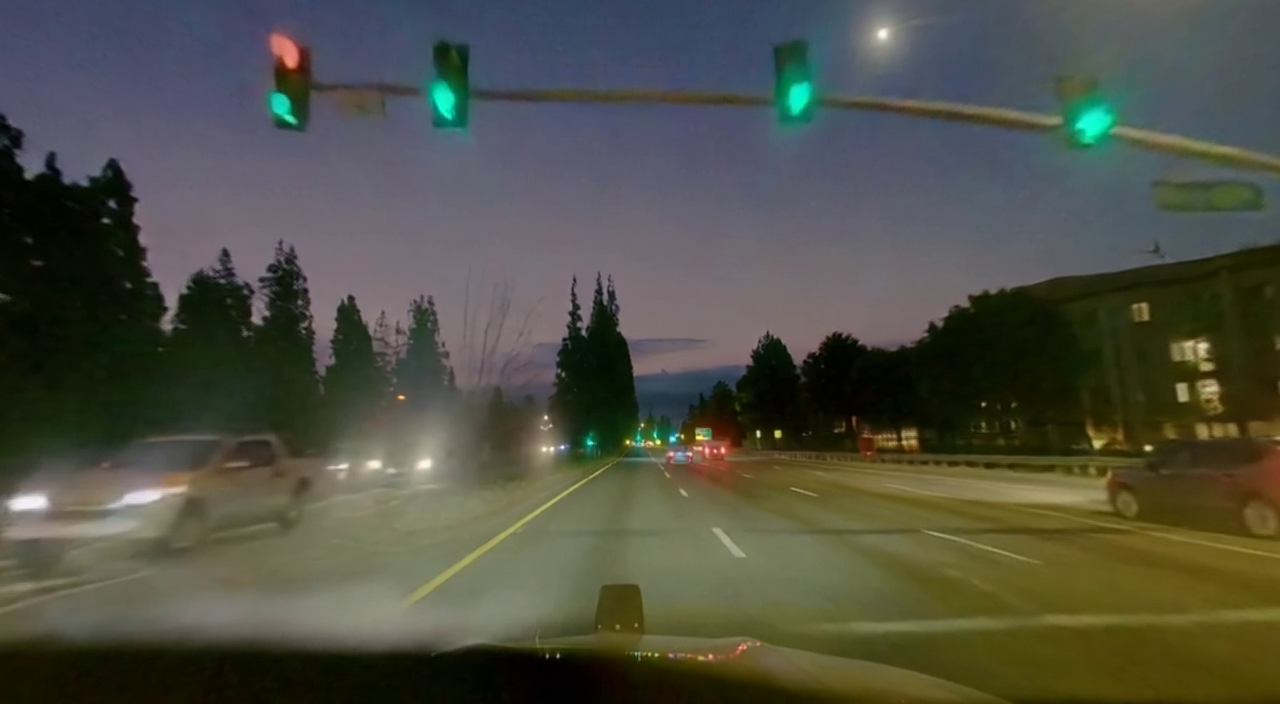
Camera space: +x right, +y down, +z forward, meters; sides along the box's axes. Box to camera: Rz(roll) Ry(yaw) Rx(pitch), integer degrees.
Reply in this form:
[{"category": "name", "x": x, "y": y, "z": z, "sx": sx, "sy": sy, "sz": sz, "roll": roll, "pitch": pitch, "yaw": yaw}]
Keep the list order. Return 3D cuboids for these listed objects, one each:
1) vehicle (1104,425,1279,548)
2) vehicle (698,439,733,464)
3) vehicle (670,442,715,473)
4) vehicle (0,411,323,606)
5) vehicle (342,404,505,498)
[{"category": "vehicle", "x": 9.398, "y": 1.918, "z": 9.274, "sx": 1.798, "sy": 1.621, "sz": 4.304, "roll": 0, "pitch": -8, "yaw": -1}, {"category": "vehicle", "x": 5.712, "y": 7.584, "z": 48.224, "sx": 1.946, "sy": 1.773, "sz": 4.641, "roll": 0, "pitch": -8, "yaw": -2}, {"category": "vehicle", "x": 2.766, "y": 5.688, "z": 34.275, "sx": 1.917, "sy": 1.538, "sz": 4.259, "roll": 0, "pitch": -8, "yaw": -2}, {"category": "vehicle", "x": -5.659, "y": 1.588, "z": 7.170, "sx": 1.986, "sy": 1.502, "sz": 4.224, "roll": -4, "pitch": -8, "yaw": 0}, {"category": "vehicle", "x": -5.697, "y": 2.752, "z": 17.771, "sx": 2.425, "sy": 2.167, "sz": 5.888, "roll": 0, "pitch": -8, "yaw": 1}]
